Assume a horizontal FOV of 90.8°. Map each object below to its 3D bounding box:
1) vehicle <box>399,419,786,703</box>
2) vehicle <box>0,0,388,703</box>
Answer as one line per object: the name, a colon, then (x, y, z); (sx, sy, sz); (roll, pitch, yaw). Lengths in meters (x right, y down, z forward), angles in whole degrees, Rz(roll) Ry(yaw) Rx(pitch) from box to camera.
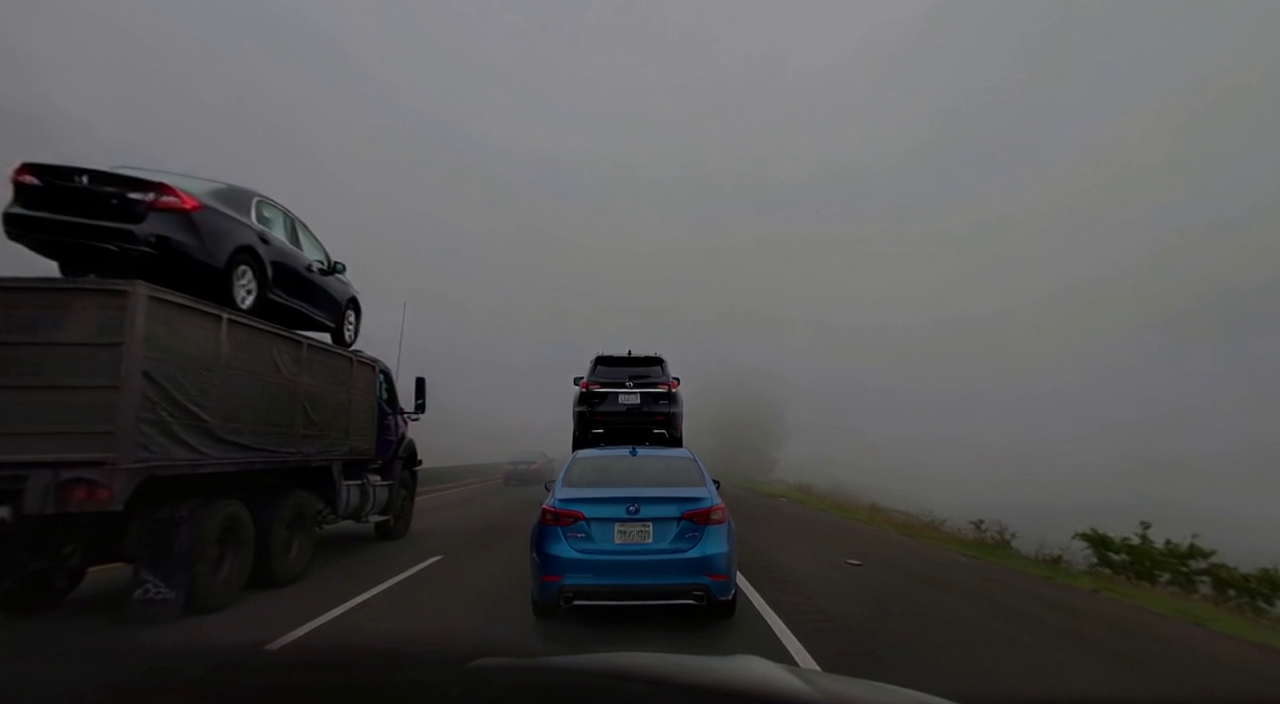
vehicle: (-0.273, 1.378, 5.027); (1.991, 1.507, 3.391); (0, -9, -1)
vehicle: (-4.526, -0.464, 0.625); (2.836, 4.059, 14.286); (0, -9, -1)
